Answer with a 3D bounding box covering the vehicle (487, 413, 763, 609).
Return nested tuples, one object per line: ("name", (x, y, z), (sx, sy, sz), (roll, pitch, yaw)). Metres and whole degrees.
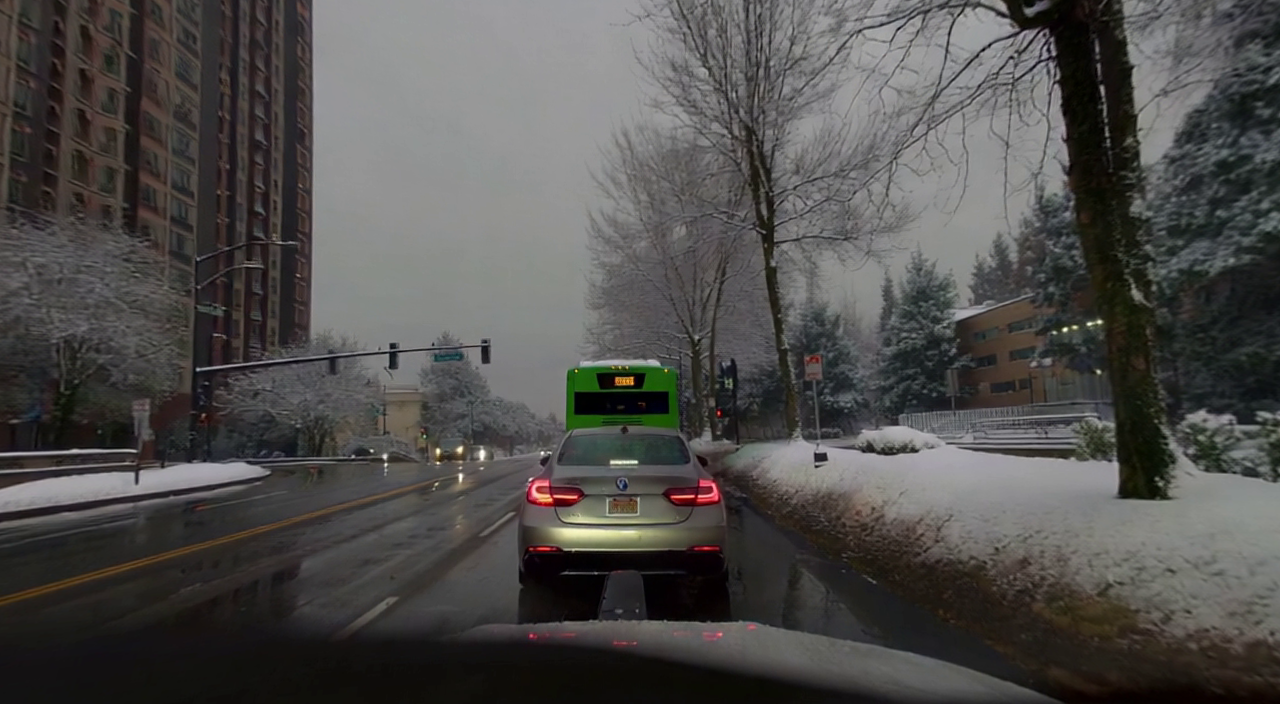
("vehicle", (-0.155, 1.457, 6.746), (2.064, 1.452, 3.942), (0, -8, -1))
